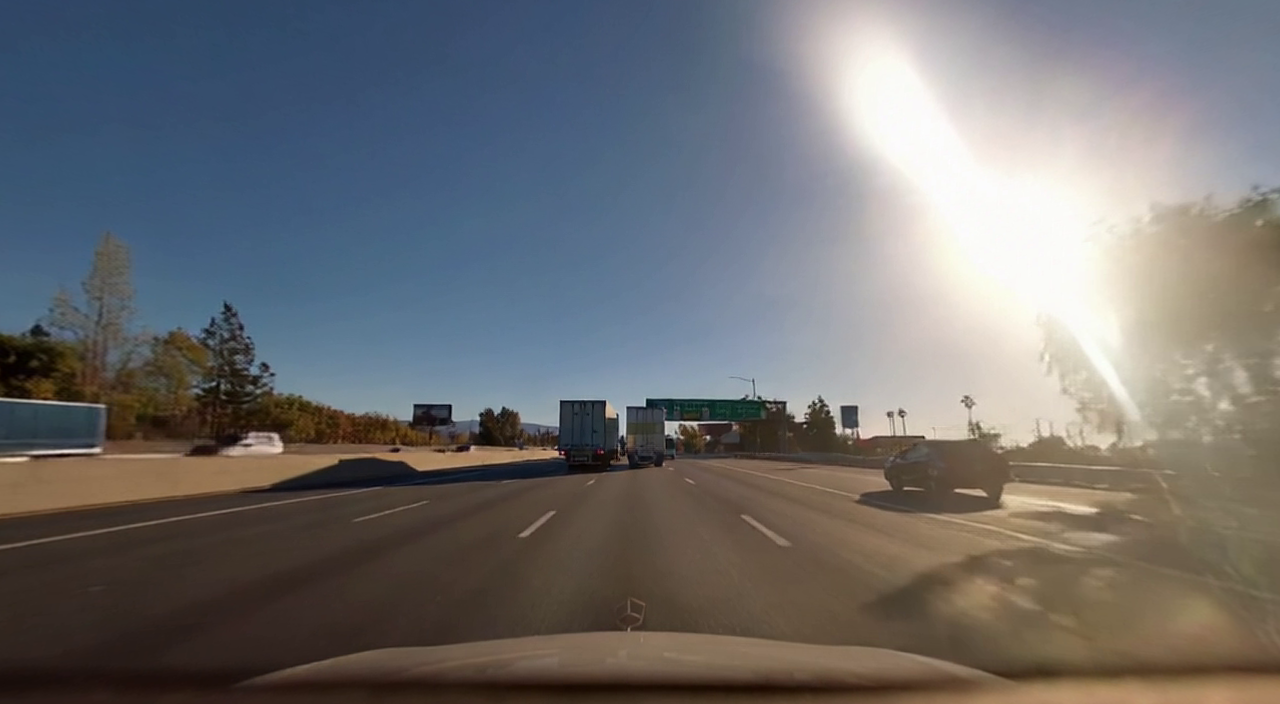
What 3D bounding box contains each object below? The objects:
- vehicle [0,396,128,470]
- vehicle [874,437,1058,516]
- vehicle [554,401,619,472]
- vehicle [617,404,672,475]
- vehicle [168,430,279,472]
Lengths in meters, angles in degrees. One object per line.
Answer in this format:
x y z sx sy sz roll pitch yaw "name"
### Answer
-36.275 4.395 34.280 2.834 4.008 16.723 1 -8 1 "vehicle"
7.432 2.839 15.007 1.969 1.560 4.394 1 -8 -1 "vehicle"
-3.250 5.608 41.604 2.962 3.947 11.574 1 -8 1 "vehicle"
0.219 5.494 40.920 3.054 3.944 11.230 0 -6 0 "vehicle"
-18.833 4.489 28.759 2.184 1.764 3.974 1 -8 2 "vehicle"
